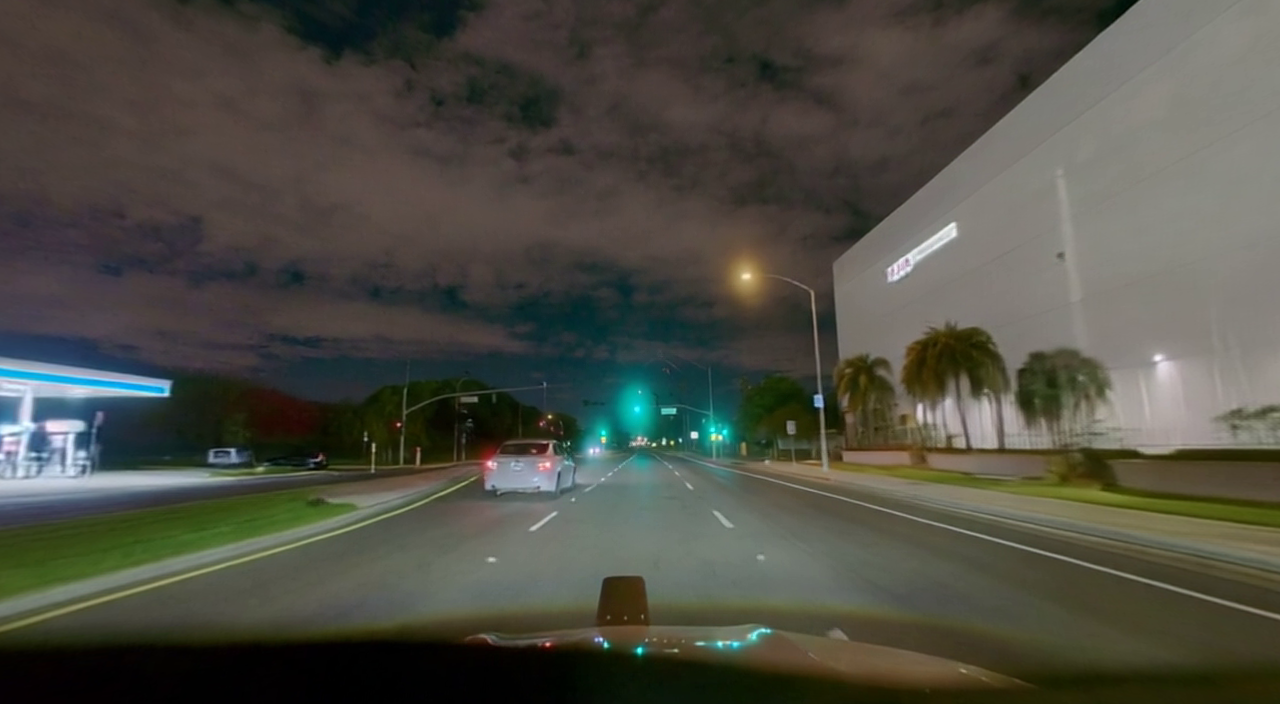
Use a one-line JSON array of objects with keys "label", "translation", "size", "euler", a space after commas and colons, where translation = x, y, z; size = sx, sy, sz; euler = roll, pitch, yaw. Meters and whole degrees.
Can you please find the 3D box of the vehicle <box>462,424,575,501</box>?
[{"label": "vehicle", "translation": [-3.050, 2.898, 16.900], "size": [2.011, 1.756, 4.478], "euler": [0, -9, 2]}]
